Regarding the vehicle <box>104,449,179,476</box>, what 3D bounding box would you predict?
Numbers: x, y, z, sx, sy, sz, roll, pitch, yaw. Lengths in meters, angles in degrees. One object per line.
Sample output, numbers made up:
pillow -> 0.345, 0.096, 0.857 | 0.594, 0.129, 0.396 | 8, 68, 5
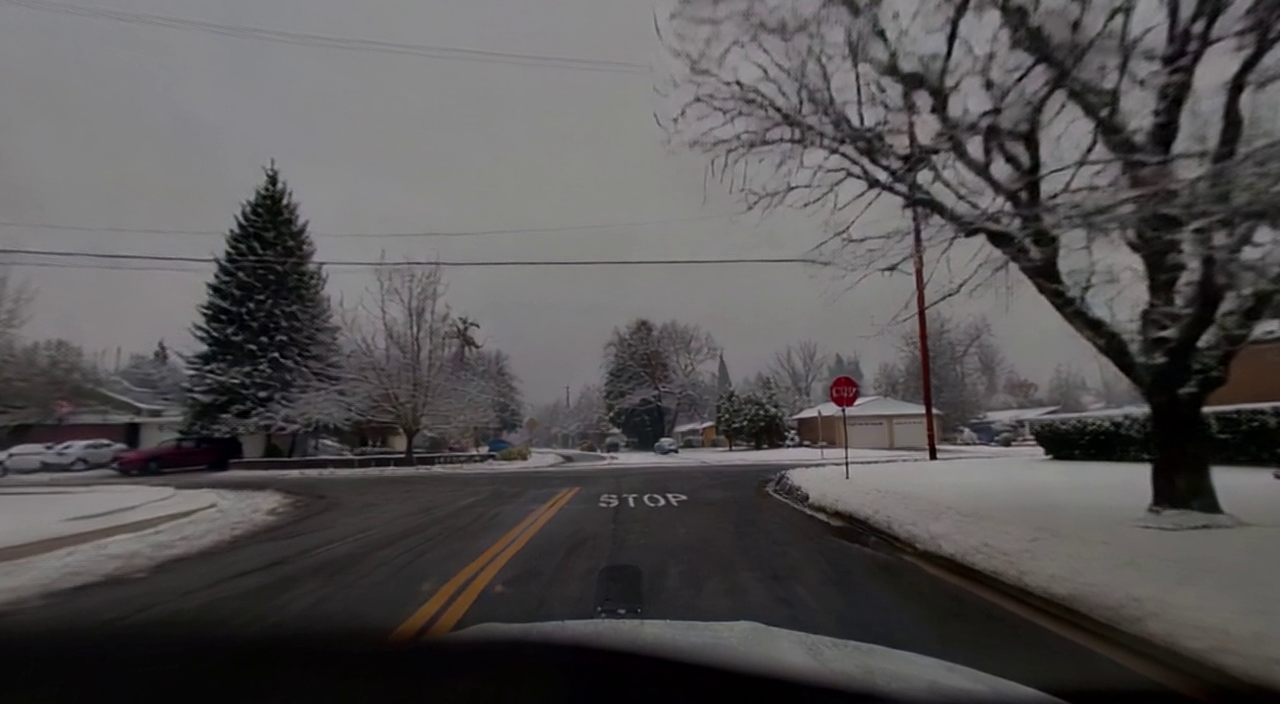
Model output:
vehicle -> -27.388, 6.057, 34.856 | 1.864, 1.337, 3.943 | 3, -9, -17
